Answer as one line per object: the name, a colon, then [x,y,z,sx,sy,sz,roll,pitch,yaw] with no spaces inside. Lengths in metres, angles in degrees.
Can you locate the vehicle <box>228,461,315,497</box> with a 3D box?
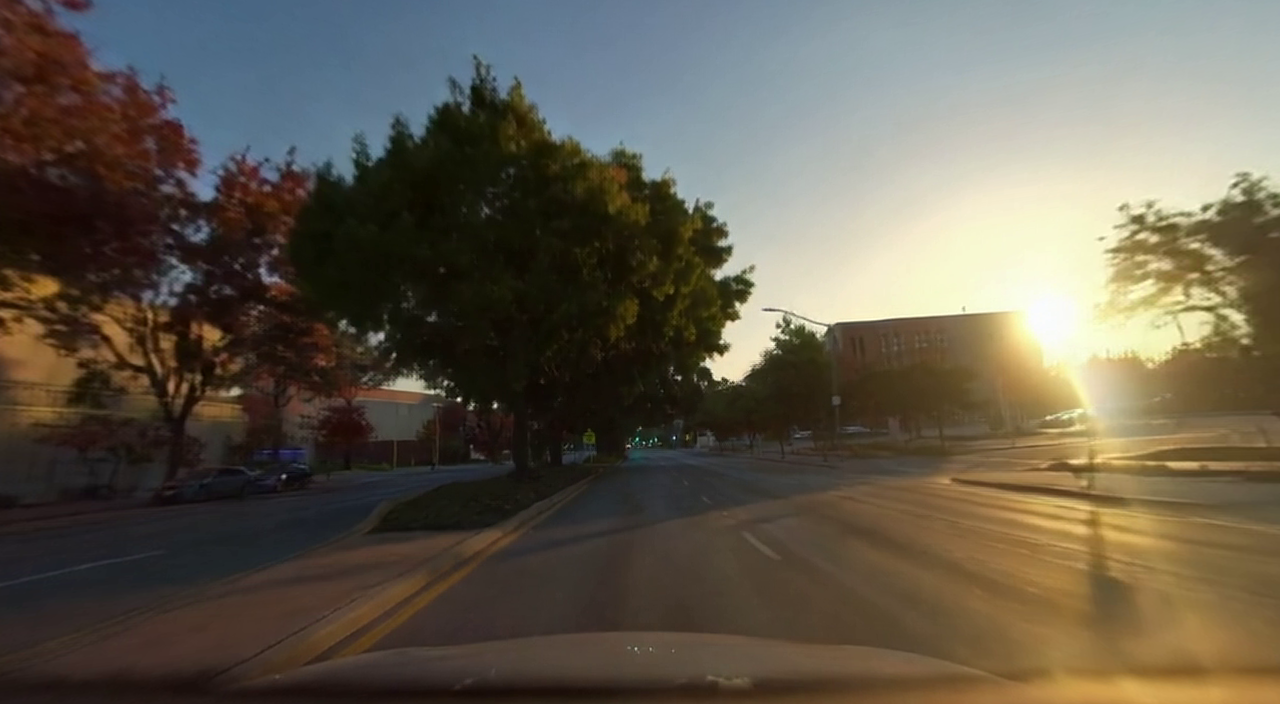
vehicle: [-19.357,6.659,33.450,1.965,1.665,4.577,-2,-9,-1]

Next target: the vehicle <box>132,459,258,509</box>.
vehicle: [-19.217,5.672,27.631,2.255,1.848,4.617,0,-8,-3]
